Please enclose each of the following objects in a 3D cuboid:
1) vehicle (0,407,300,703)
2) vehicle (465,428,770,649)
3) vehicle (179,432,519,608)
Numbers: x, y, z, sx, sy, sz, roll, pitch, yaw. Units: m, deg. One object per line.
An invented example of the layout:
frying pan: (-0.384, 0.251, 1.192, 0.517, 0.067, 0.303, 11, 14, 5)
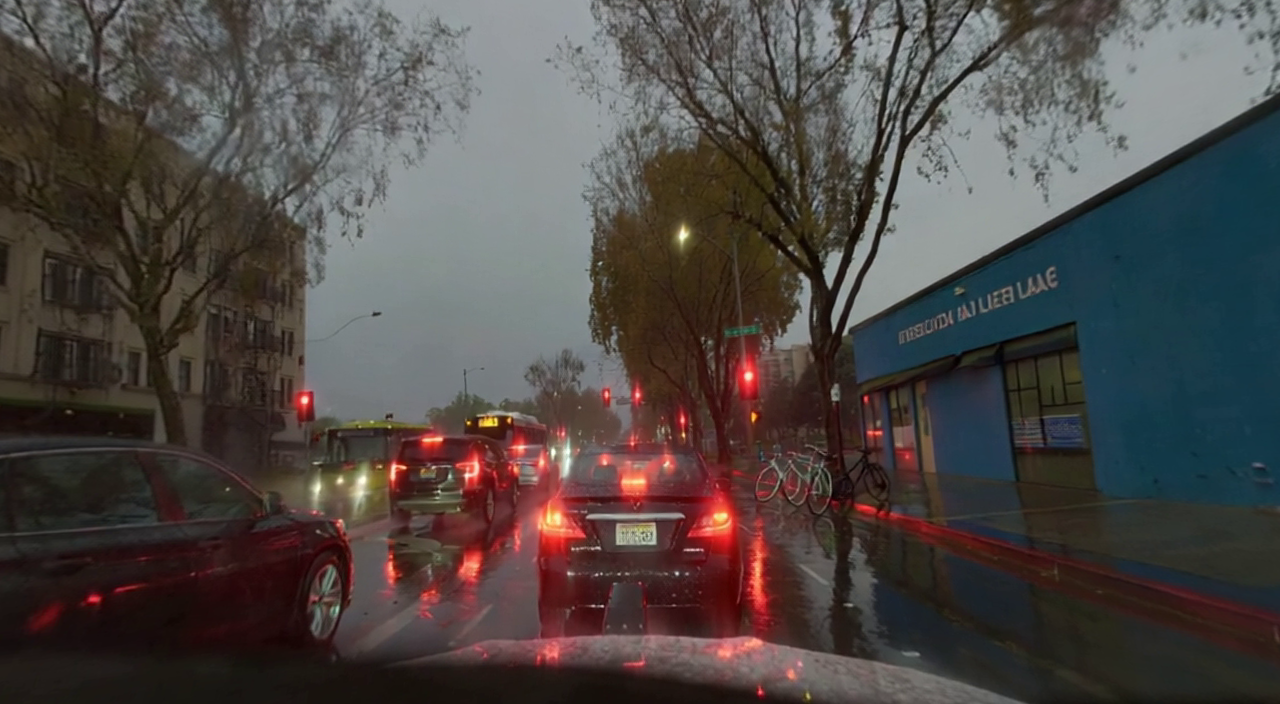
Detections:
vehicle: (-3.165, 0.873, 1.723, 1.867, 1.486, 4.452, 0, -8, 2)
vehicle: (-0.136, 1.527, 6.167, 2.031, 1.461, 3.763, 0, -8, 0)
vehicle: (-2.915, 1.760, 7.632, 1.944, 1.481, 4.385, 0, -8, 1)
